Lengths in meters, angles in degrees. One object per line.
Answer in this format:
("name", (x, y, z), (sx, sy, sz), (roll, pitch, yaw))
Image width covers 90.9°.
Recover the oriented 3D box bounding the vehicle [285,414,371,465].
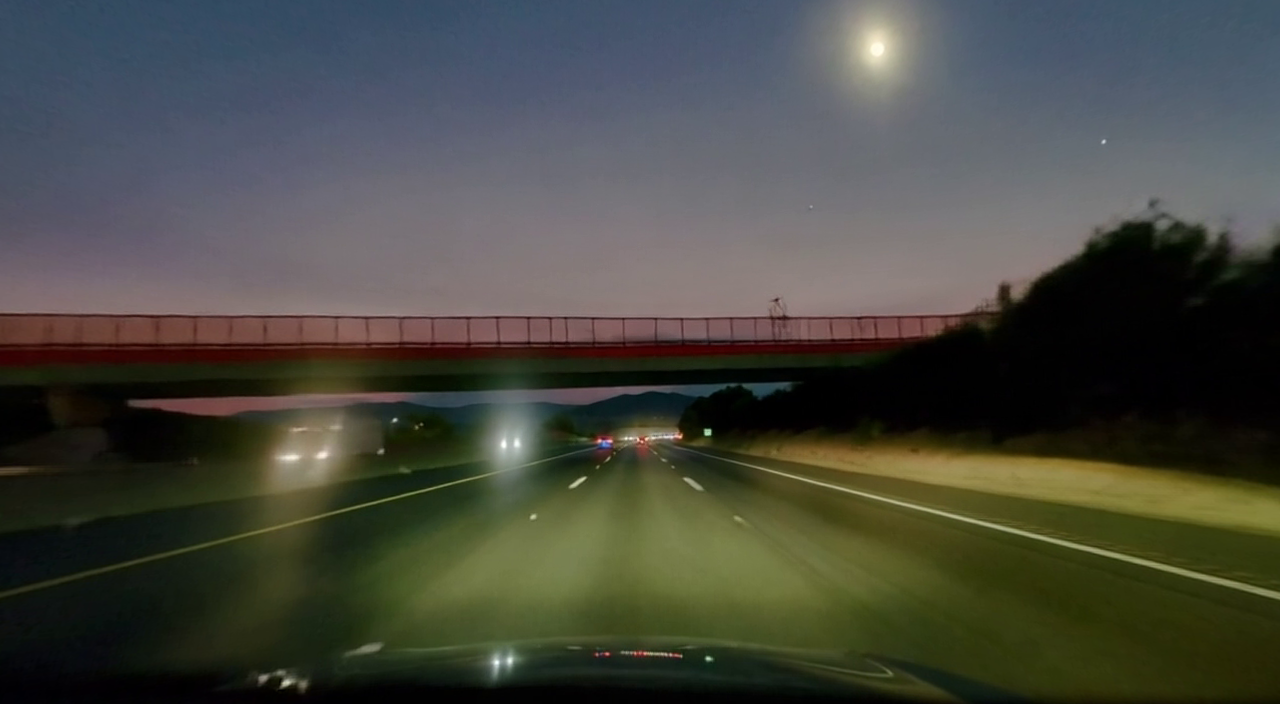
("vehicle", (-19.269, 5.458, 39.388), (2.295, 2.956, 5.852), (0, -8, 0))
